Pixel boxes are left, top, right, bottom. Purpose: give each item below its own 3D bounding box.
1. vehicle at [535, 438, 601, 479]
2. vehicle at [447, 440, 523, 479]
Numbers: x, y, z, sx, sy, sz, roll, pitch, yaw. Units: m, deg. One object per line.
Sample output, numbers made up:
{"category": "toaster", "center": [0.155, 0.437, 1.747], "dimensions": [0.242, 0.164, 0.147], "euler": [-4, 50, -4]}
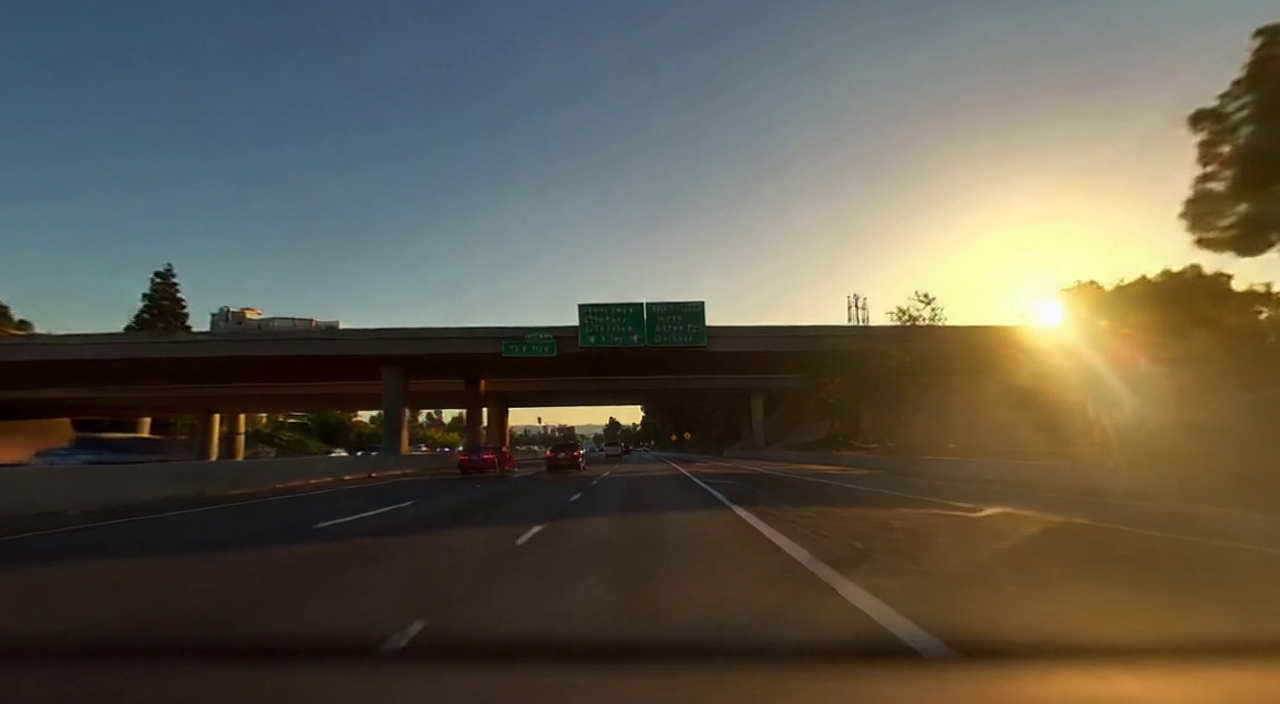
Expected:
{"category": "vehicle", "center": [-3.069, 4.661, 27.924], "dimensions": [2.210, 1.628, 4.586], "euler": [-1, -9, 2]}
{"category": "vehicle", "center": [-6.710, 4.735, 27.970], "dimensions": [2.069, 1.551, 4.830], "euler": [0, -9, 1]}
